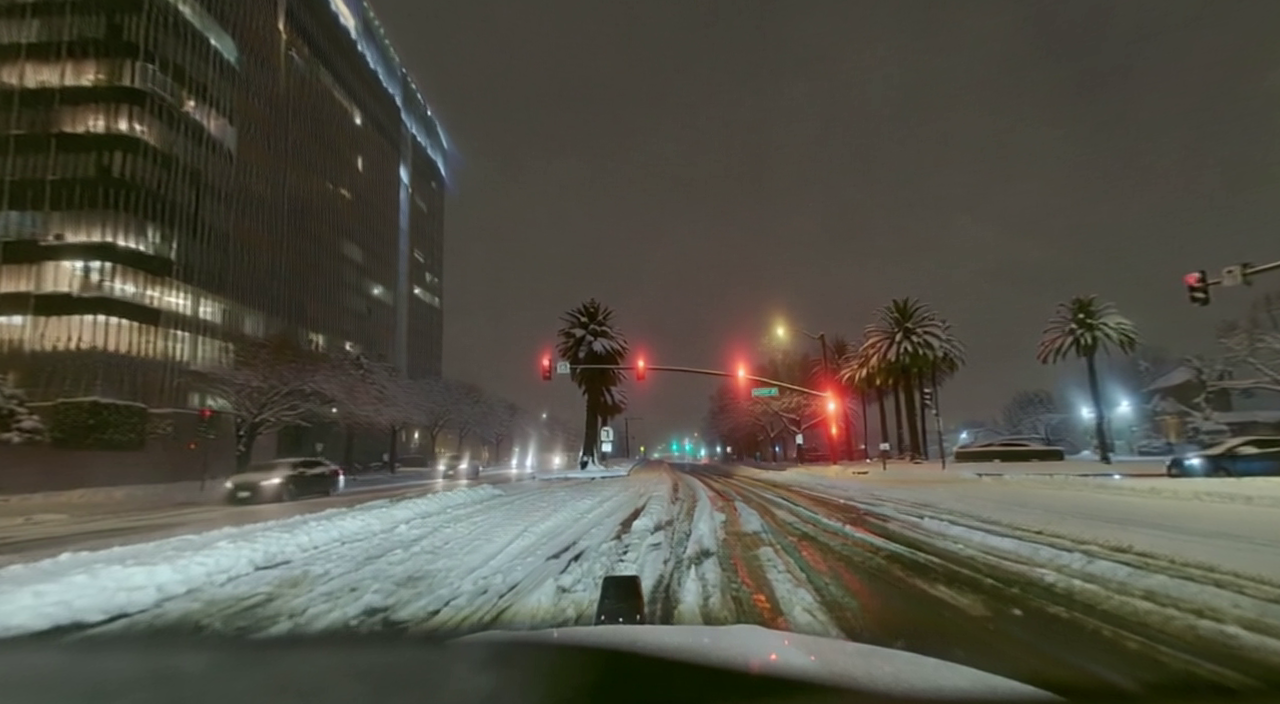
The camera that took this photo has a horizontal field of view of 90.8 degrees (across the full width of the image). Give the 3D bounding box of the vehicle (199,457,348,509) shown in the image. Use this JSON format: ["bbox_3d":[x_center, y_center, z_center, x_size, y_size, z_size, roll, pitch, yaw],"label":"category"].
[{"bbox_3d":[-12.371,4.422,21.820,2.145,1.504,4.857,0,-9,1],"label":"vehicle"}]

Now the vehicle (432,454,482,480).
[{"bbox_3d":[-12.349,7.750,42.894,2.038,1.624,4.292,0,-9,1],"label":"vehicle"}]

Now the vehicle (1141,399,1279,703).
[{"bbox_3d":[3.220,0.607,0.169,2.106,1.472,4.854,0,-9,-1],"label":"vehicle"}]
